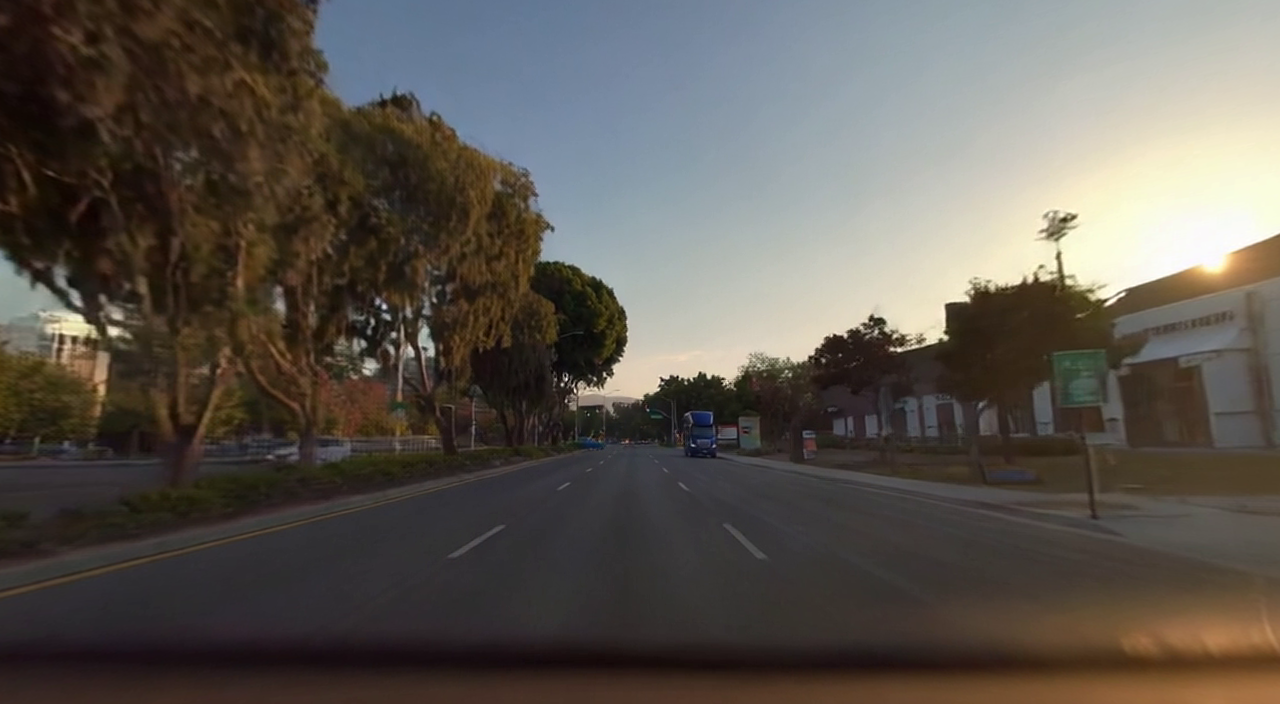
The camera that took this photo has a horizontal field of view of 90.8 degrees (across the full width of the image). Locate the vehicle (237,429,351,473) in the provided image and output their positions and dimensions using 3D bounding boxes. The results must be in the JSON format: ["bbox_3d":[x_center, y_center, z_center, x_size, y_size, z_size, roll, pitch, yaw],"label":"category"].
[{"bbox_3d":[-12.582,3.635,23.310,1.887,1.447,4.031,0,-8,0],"label":"vehicle"}]
